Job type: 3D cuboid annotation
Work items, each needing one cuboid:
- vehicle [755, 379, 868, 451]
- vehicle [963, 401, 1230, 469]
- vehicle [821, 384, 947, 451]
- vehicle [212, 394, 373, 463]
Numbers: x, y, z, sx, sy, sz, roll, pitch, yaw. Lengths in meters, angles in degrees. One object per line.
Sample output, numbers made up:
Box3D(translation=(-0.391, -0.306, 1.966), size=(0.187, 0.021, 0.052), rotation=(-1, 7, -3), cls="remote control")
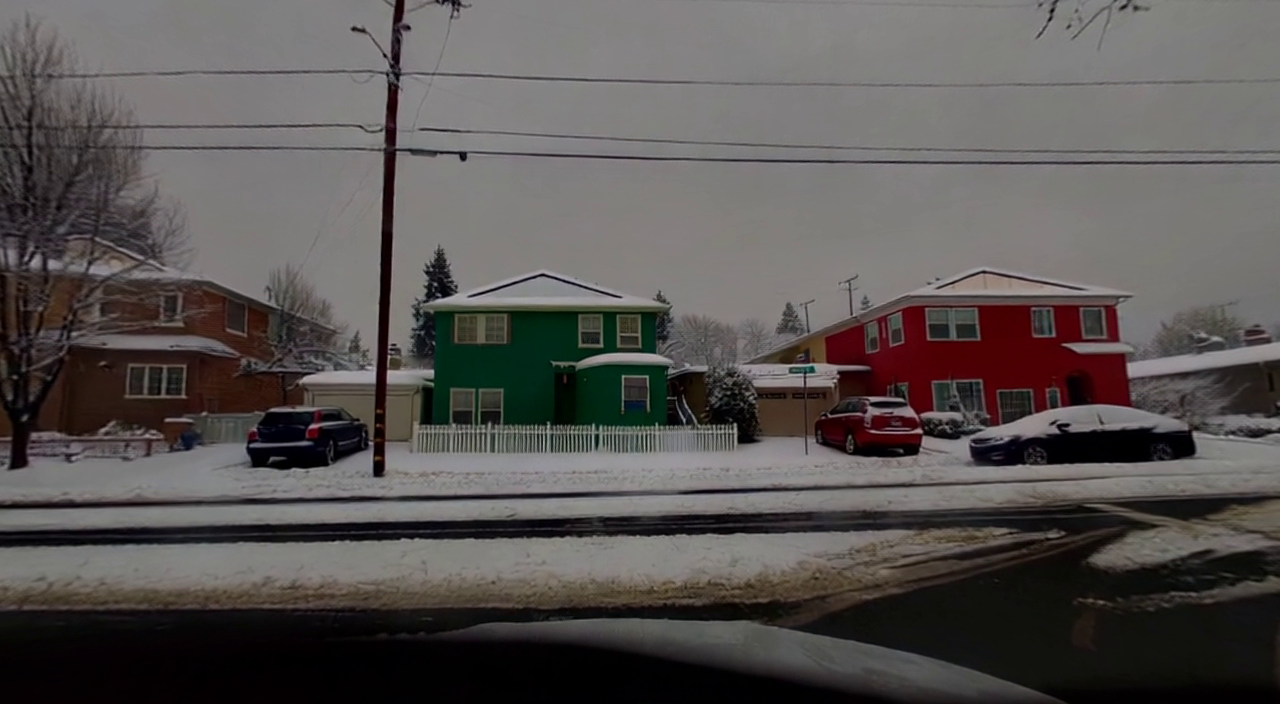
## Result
Box3D(translation=(4.891, 1.922, 18.692), size=(2.081, 1.891, 4.367), rotation=(0, -7, -1), cls="vehicle")
Box3D(translation=(10.482, 1.952, 14.779), size=(4.644, 1.482, 1.997), rotation=(0, -8, 1), cls="vehicle")
Box3D(translation=(7.076, 2.053, 18.798), size=(2.053, 1.756, 4.034), rotation=(0, -9, -1), cls="vehicle")
Box3D(translation=(-9.931, 2.307, 18.559), size=(2.091, 1.760, 4.760), rotation=(0, -8, -1), cls="vehicle")
